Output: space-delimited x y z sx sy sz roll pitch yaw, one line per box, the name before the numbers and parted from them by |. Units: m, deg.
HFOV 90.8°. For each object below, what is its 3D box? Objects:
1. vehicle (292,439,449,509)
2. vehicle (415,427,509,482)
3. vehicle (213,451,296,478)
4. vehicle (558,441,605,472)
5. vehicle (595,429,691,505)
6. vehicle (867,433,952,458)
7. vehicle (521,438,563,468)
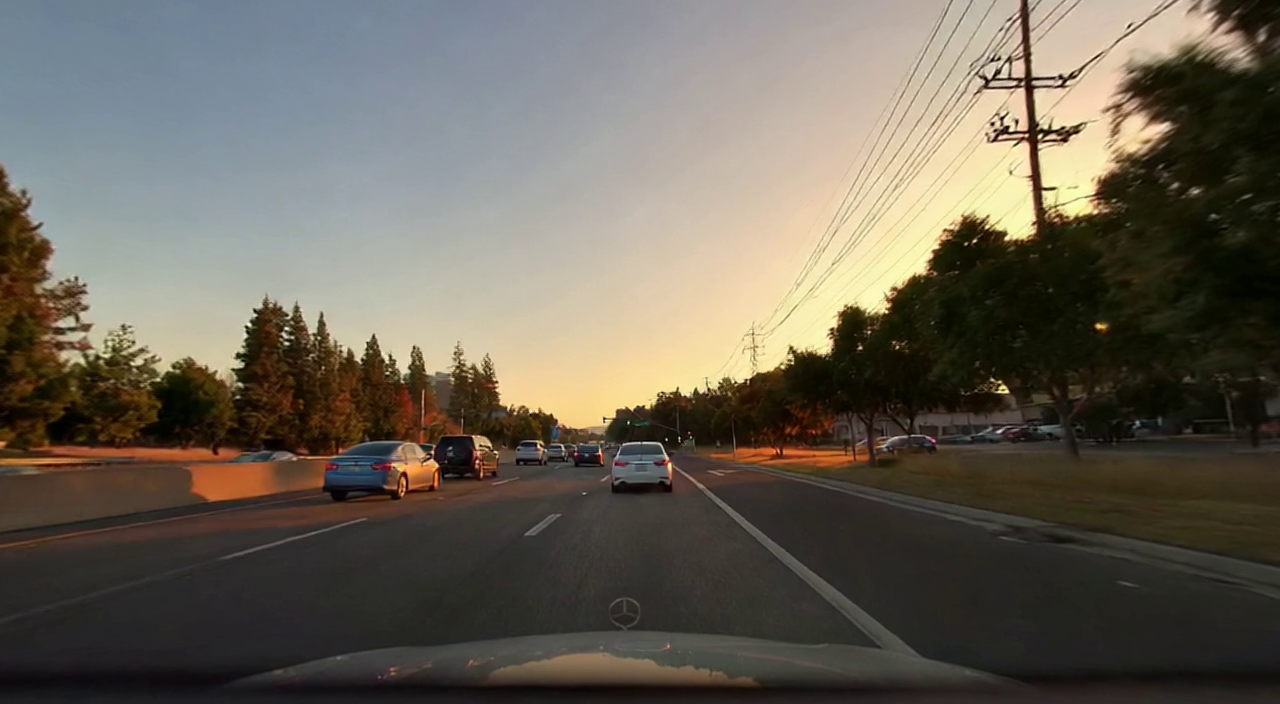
vehicle | -6.474 2.954 15.843 1.900 1.483 4.547 0 -8 0
vehicle | -6.739 3.963 24.639 2.144 1.905 4.967 0 -8 1
vehicle | -22.639 6.603 37.323 1.911 1.439 4.742 0 -8 0
vehicle | -3.023 5.485 33.471 2.055 1.510 3.961 0 -8 2
vehicle | 0.068 2.862 16.160 2.140 1.653 4.108 0 -8 0
vehicle | 17.777 6.213 41.784 4.659 1.572 2.019 0 -8 0
vehicle | -6.114 6.354 39.957 1.914 1.756 4.179 0 -8 1
